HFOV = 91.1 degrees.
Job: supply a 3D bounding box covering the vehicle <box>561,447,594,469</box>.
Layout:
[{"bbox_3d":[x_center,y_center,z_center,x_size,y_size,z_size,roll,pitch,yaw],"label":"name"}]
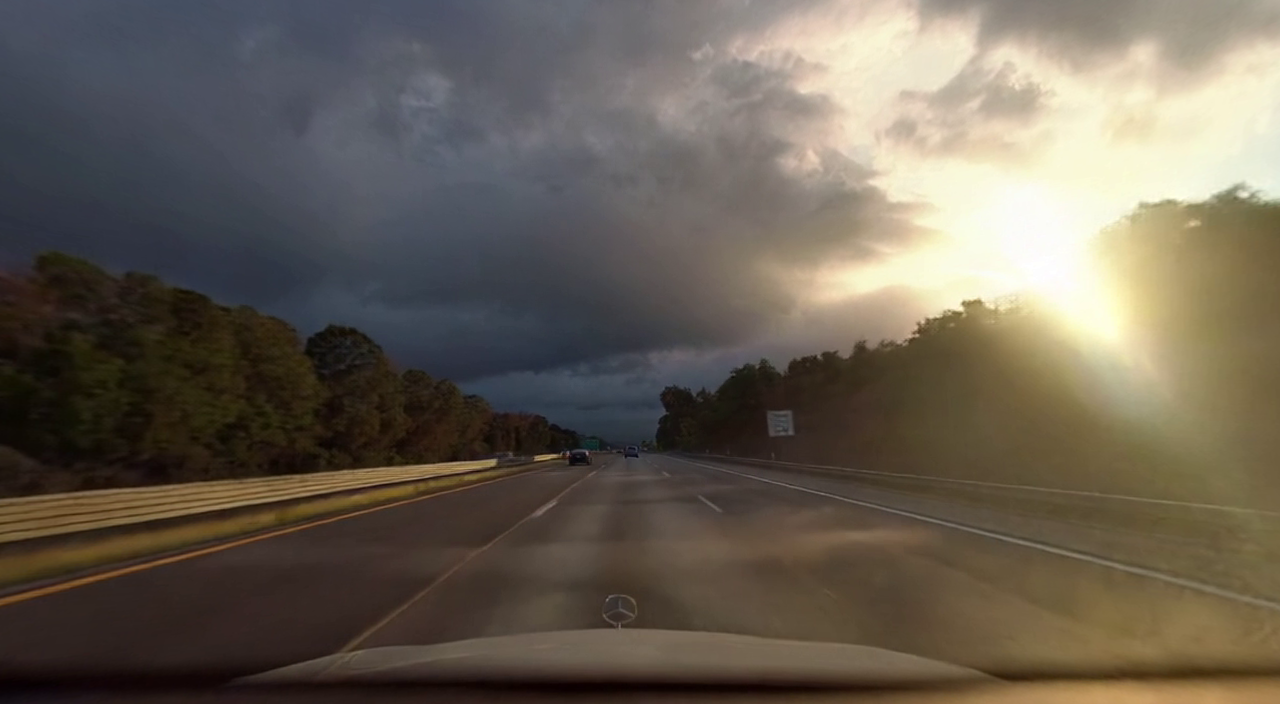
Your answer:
[{"bbox_3d":[-4.283,7.351,43.787,1.970,1.492,3.944,0,-9,-1],"label":"vehicle"}]
